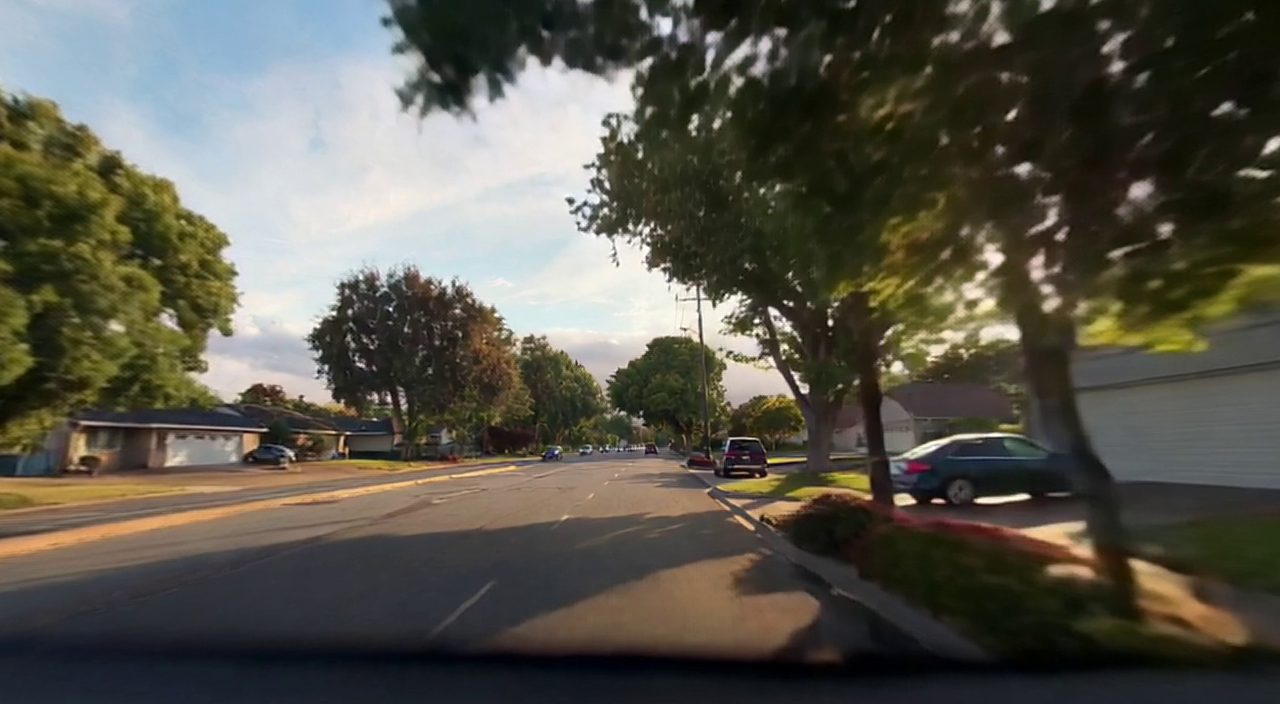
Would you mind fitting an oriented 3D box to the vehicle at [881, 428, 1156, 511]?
[{"bbox_3d":[7.967,2.507,13.658,4.719,1.556,1.869,1,-8,1],"label":"vehicle"}]

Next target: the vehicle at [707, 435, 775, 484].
[{"bbox_3d":[4.314,4.672,27.768,2.228,1.885,4.854,1,-8,0],"label":"vehicle"}]
